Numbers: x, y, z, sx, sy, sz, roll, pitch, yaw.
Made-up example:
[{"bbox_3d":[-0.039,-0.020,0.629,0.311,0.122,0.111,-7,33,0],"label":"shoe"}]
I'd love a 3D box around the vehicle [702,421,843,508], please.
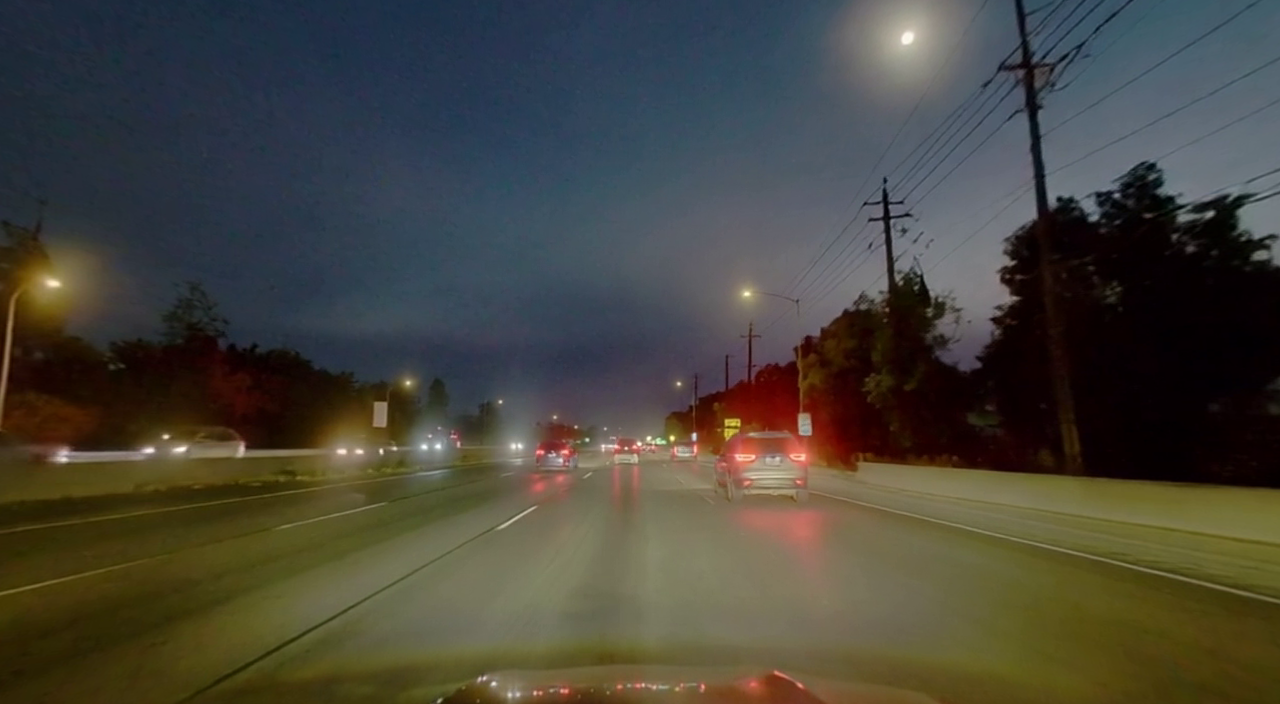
[{"bbox_3d":[2.897,2.610,15.070,2.102,1.723,4.745,0,-8,-3],"label":"vehicle"}]

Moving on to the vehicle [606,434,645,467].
[{"bbox_3d":[-0.859,5.770,36.984,2.192,1.769,4.287,0,-8,-1],"label":"vehicle"}]

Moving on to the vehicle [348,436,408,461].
[{"bbox_3d":[-16.969,6.269,41.060,1.945,1.555,4.551,0,-8,0],"label":"vehicle"}]

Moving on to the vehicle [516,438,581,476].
[{"bbox_3d":[-3.985,4.679,28.402,2.091,1.562,5.220,0,-8,1],"label":"vehicle"}]

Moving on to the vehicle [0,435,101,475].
[{"bbox_3d":[-24.191,4.077,25.068,1.806,1.445,4.241,0,-8,0],"label":"vehicle"}]

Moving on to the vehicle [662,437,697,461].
[{"bbox_3d":[2.993,7.437,48.521,2.099,1.720,4.829,0,-8,-3],"label":"vehicle"}]

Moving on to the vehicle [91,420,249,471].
[{"bbox_3d":[-20.568,4.165,28.134,2.350,1.970,6.174,0,-8,-1],"label":"vehicle"}]
